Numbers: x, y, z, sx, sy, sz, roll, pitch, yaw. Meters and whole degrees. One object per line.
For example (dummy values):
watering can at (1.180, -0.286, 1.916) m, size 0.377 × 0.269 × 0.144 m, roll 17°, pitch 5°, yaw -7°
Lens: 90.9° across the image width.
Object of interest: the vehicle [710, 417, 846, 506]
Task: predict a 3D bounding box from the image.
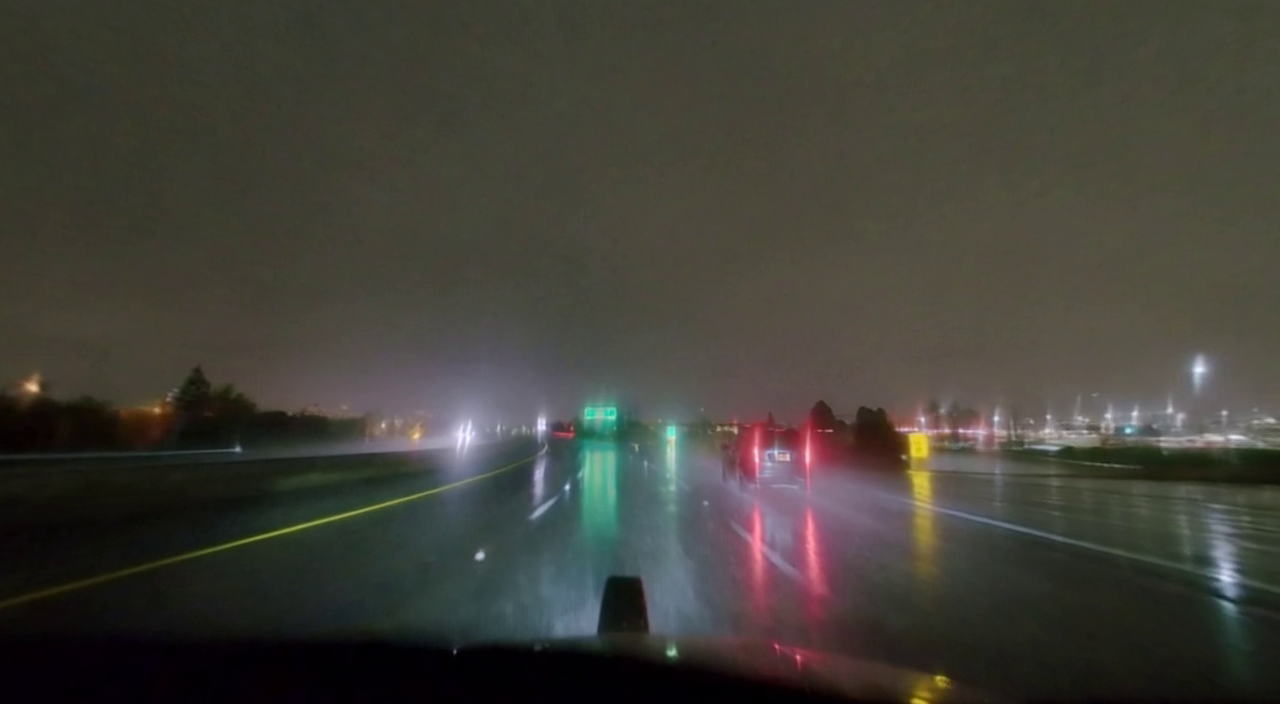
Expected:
vehicle at (2.951, 2.471, 14.584) m, size 2.059 × 1.715 × 4.192 m, roll 0°, pitch -8°, yaw -2°
